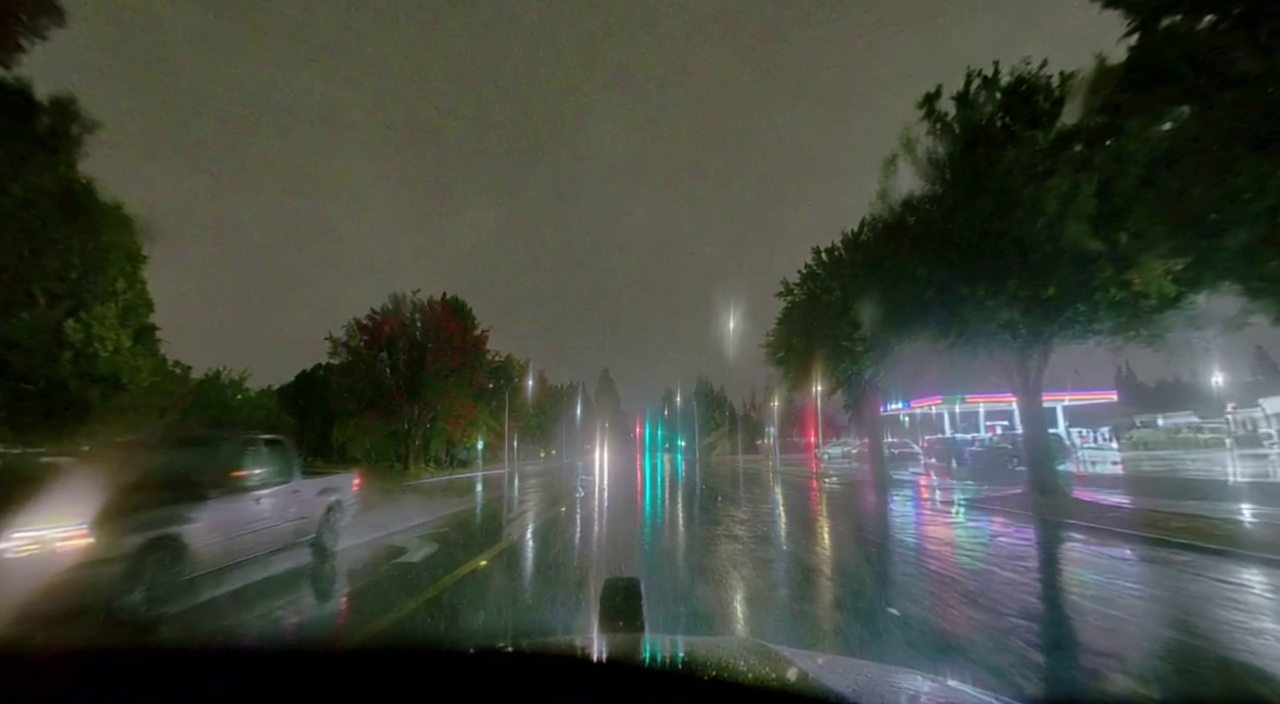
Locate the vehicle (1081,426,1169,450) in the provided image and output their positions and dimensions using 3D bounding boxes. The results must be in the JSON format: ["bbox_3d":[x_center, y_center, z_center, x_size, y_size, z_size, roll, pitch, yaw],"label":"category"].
[{"bbox_3d":[29.664,5.290,38.704,3.975,1.436,1.668,0,-8,-1],"label":"vehicle"}]

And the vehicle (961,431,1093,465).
[{"bbox_3d":[17.213,4.299,28.292,4.545,1.443,1.976,-1,-9,2],"label":"vehicle"}]

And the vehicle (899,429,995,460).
[{"bbox_3d":[17.547,5.326,36.270,4.426,1.700,2.077,0,-8,-4],"label":"vehicle"}]

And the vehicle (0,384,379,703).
[{"bbox_3d":[-3.927,1.245,4.668,2.025,1.650,4.275,-1,-8,2],"label":"vehicle"}]
